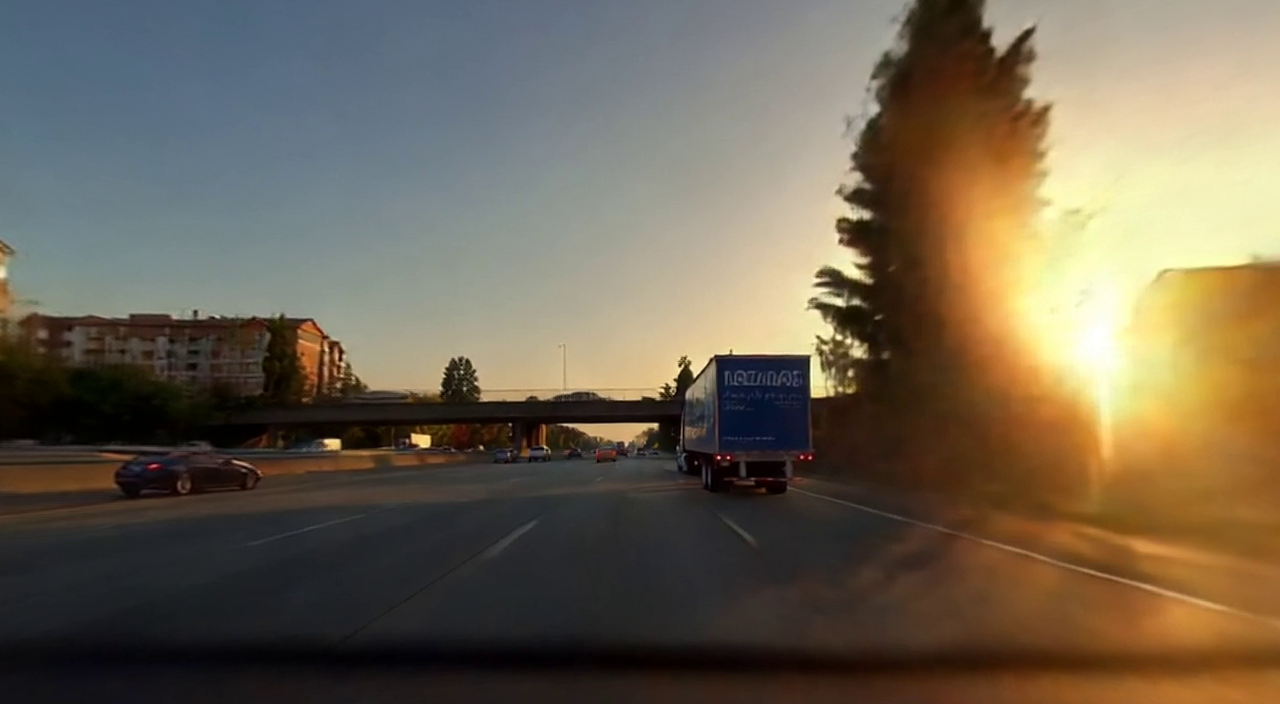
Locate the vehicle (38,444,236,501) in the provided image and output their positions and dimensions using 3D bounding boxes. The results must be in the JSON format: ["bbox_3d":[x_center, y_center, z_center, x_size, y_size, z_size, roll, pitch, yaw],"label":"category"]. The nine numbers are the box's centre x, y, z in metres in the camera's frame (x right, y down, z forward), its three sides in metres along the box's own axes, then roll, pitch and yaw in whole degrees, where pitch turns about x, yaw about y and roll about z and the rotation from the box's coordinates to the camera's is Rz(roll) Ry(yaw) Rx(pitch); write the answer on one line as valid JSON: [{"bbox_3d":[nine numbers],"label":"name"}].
[{"bbox_3d":[-14.666,3.499,18.902,1.982,1.471,4.747,0,-9,1],"label":"vehicle"}]

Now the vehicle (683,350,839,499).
[{"bbox_3d":[3.844,3.121,25.136,3.140,4.100,15.551,0,-9,0],"label":"vehicle"}]
